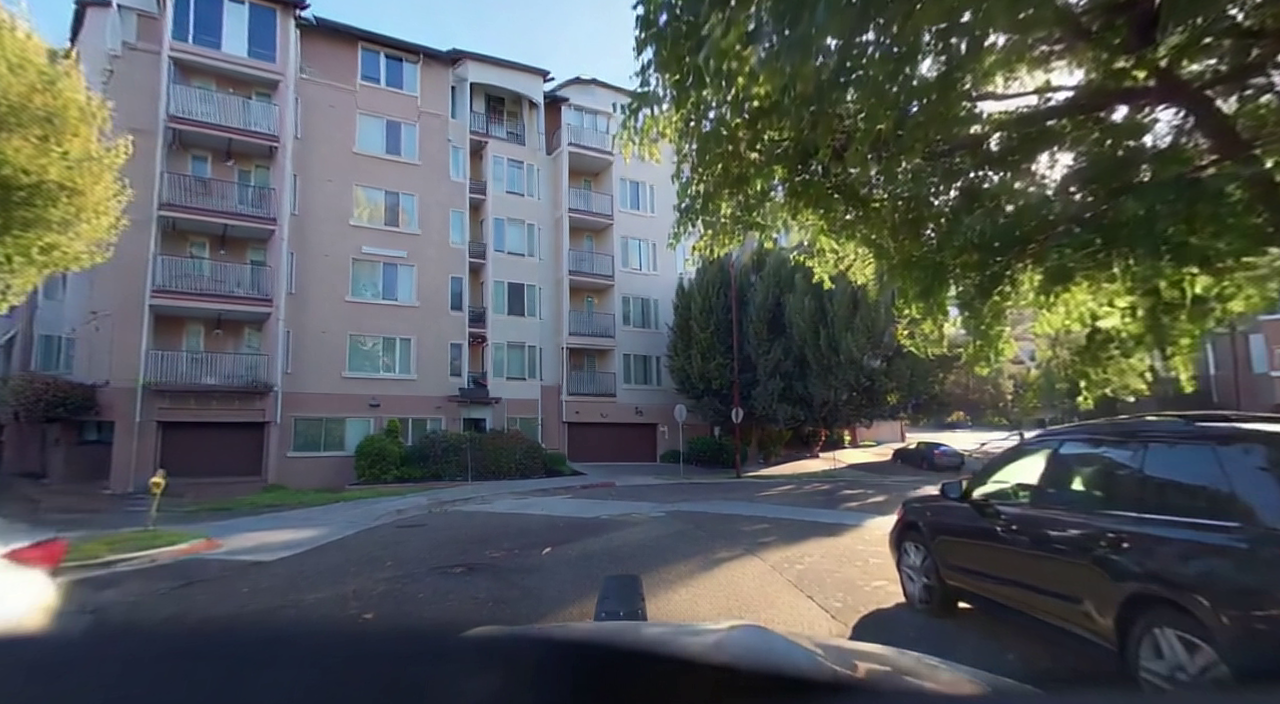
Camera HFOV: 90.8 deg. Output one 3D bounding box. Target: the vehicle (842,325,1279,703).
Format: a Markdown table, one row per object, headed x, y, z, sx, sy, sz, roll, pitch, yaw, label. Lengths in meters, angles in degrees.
| x | y | z | sx | sy | sz | roll | pitch | yaw | label |
| --- | --- | --- | --- | --- | --- | --- | --- | --- | --- |
| 2.982 | 1.071 | 3.853 | 2.020 | 1.734 | 4.402 | 0 | -8 | 0 | vehicle |

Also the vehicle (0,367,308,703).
| x | y | z | sx | sy | sz | roll | pitch | yaw | label |
| --- | --- | --- | --- | --- | --- | --- | --- | --- | --- |
| -2.649 | 0.641 | 0.418 | 2.210 | 1.516 | 4.804 | 0 | -8 | 1 | vehicle |
